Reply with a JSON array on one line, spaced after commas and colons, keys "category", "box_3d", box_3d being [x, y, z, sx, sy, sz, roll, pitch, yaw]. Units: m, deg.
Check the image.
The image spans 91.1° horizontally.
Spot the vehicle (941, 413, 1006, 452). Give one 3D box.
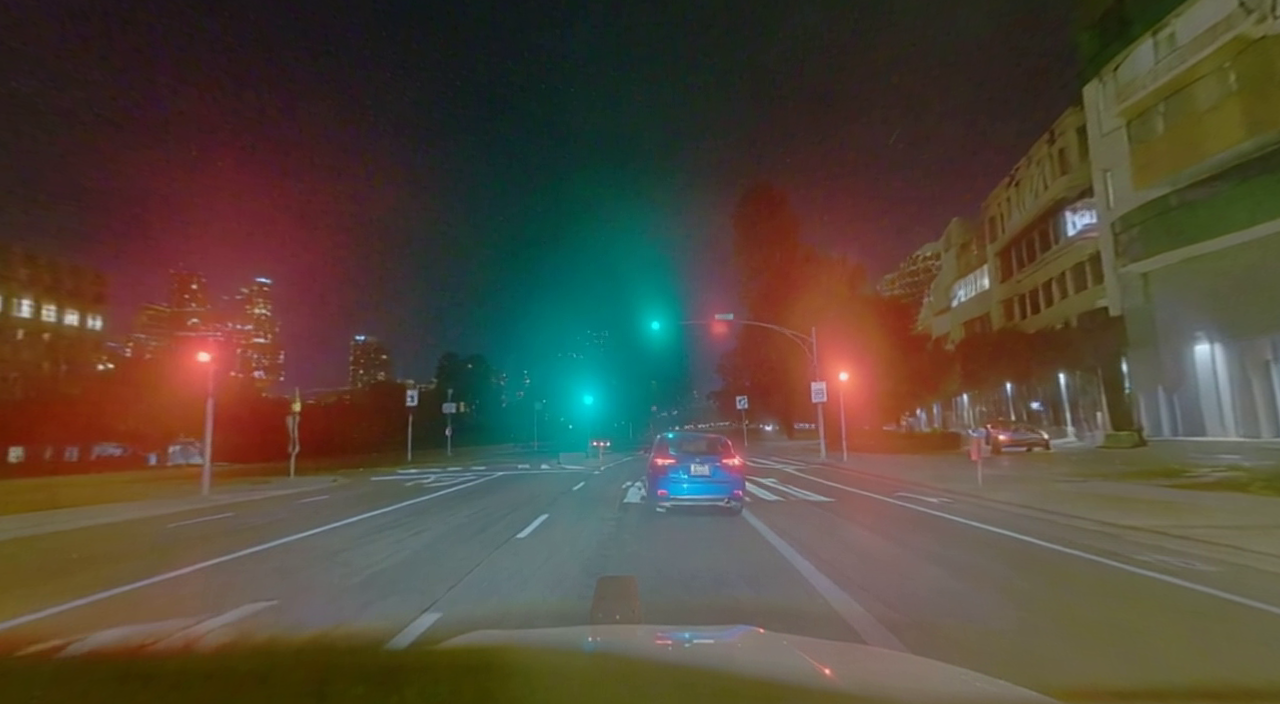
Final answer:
[{"category": "vehicle", "box_3d": [23.830, 5.785, 45.245, 2.311, 2.623, 5.870, -1, -8, 10]}]

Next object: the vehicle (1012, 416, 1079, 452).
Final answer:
[{"category": "vehicle", "box_3d": [28.772, 5.874, 44.829, 2.176, 2.400, 4.821, -1, -8, 10]}]

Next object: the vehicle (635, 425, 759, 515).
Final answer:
[{"category": "vehicle", "box_3d": [0.985, 2.145, 12.082, 1.950, 1.401, 4.159, 0, -8, 2]}]
